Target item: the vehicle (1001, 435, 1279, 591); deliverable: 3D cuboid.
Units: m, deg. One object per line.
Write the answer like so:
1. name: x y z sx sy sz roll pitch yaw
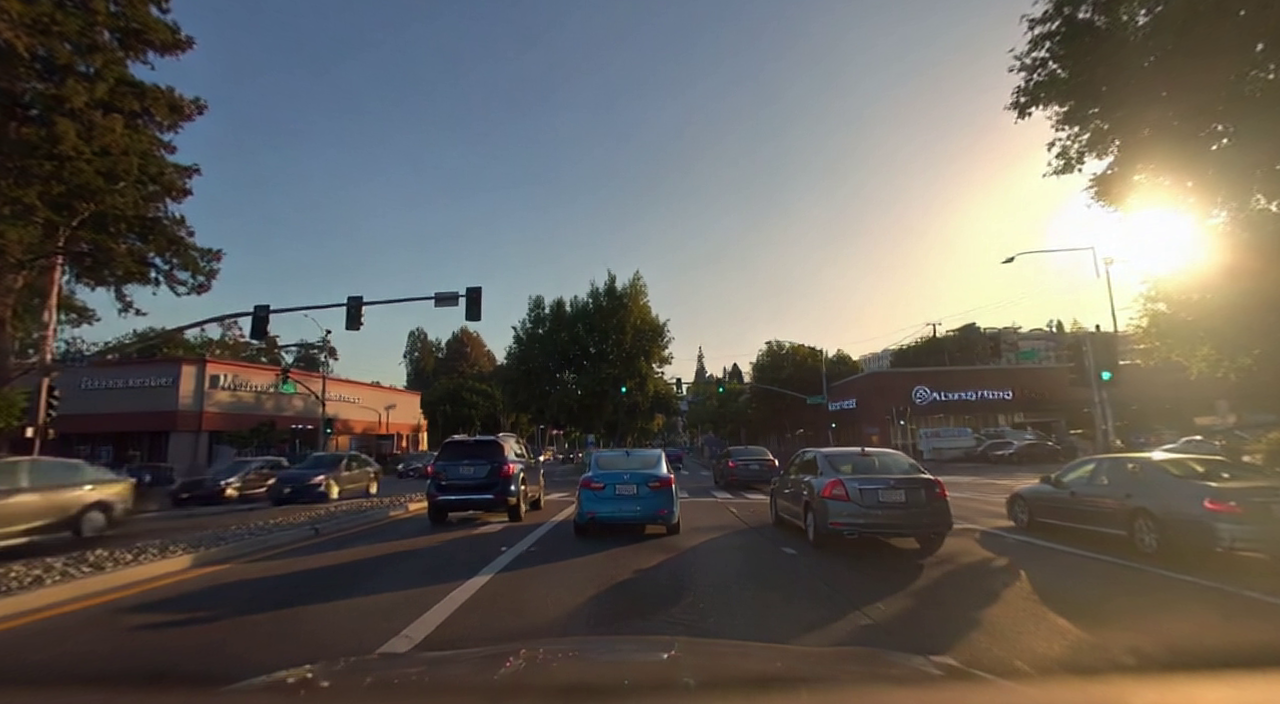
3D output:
1. vehicle: 7.224 1.911 8.495 2.004 1.508 4.646 0 -8 0

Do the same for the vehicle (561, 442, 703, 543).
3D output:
1. vehicle: -0.086 2.376 11.356 2.098 1.477 3.897 0 -8 1

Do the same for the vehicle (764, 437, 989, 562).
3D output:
1. vehicle: 3.327 2.133 9.920 2.020 1.513 4.120 0 -8 2

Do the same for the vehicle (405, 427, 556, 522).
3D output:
1. vehicle: -3.433 2.756 14.874 2.160 1.823 5.115 0 -8 1

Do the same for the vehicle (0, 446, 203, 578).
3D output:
1. vehicle: -8.304 1.985 8.225 2.045 1.438 4.480 0 -8 -1

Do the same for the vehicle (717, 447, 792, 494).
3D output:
1. vehicle: 3.936 4.128 22.498 1.888 1.472 4.528 0 -8 0

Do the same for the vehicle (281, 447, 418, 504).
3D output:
1. vehicle: -8.552 3.644 19.101 1.976 1.499 4.355 0 -8 1
